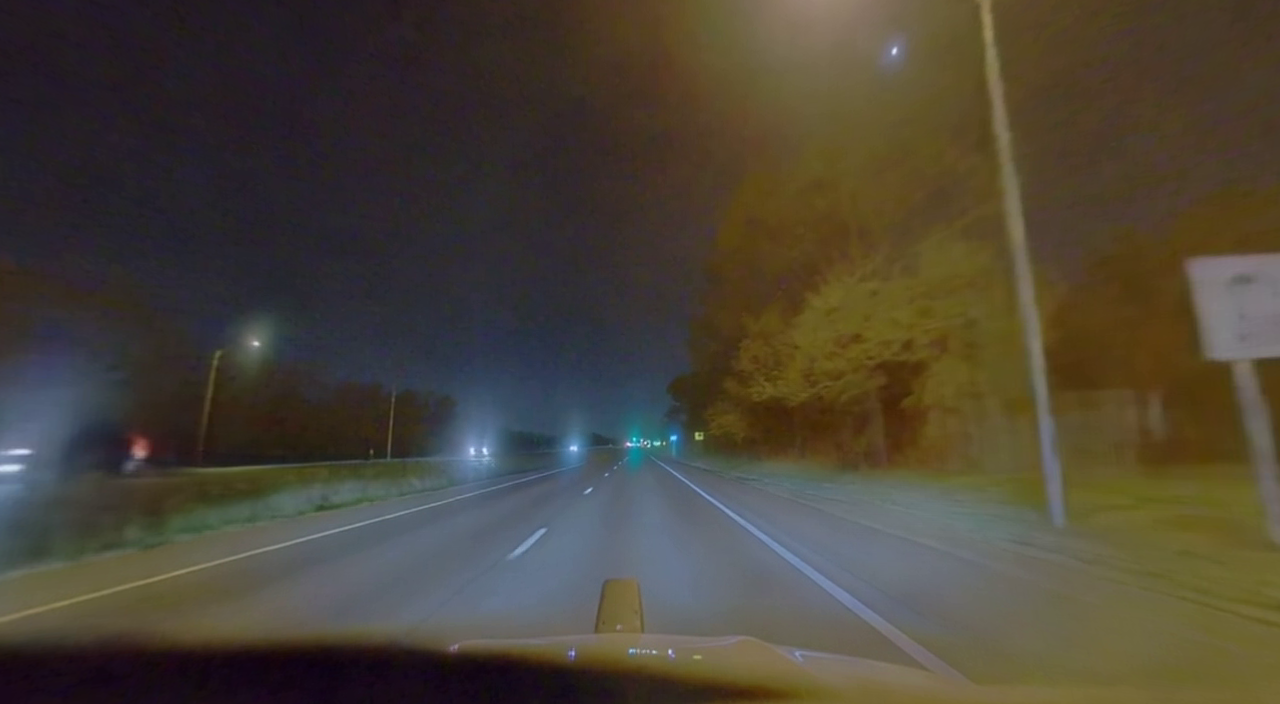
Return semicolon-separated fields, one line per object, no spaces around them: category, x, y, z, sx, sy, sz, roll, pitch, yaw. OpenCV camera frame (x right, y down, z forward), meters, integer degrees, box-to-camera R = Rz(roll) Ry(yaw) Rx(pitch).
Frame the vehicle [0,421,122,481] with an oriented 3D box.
vehicle;-20.860;3.289;21.089;2.185;1.827;5.622;1;-9;1
